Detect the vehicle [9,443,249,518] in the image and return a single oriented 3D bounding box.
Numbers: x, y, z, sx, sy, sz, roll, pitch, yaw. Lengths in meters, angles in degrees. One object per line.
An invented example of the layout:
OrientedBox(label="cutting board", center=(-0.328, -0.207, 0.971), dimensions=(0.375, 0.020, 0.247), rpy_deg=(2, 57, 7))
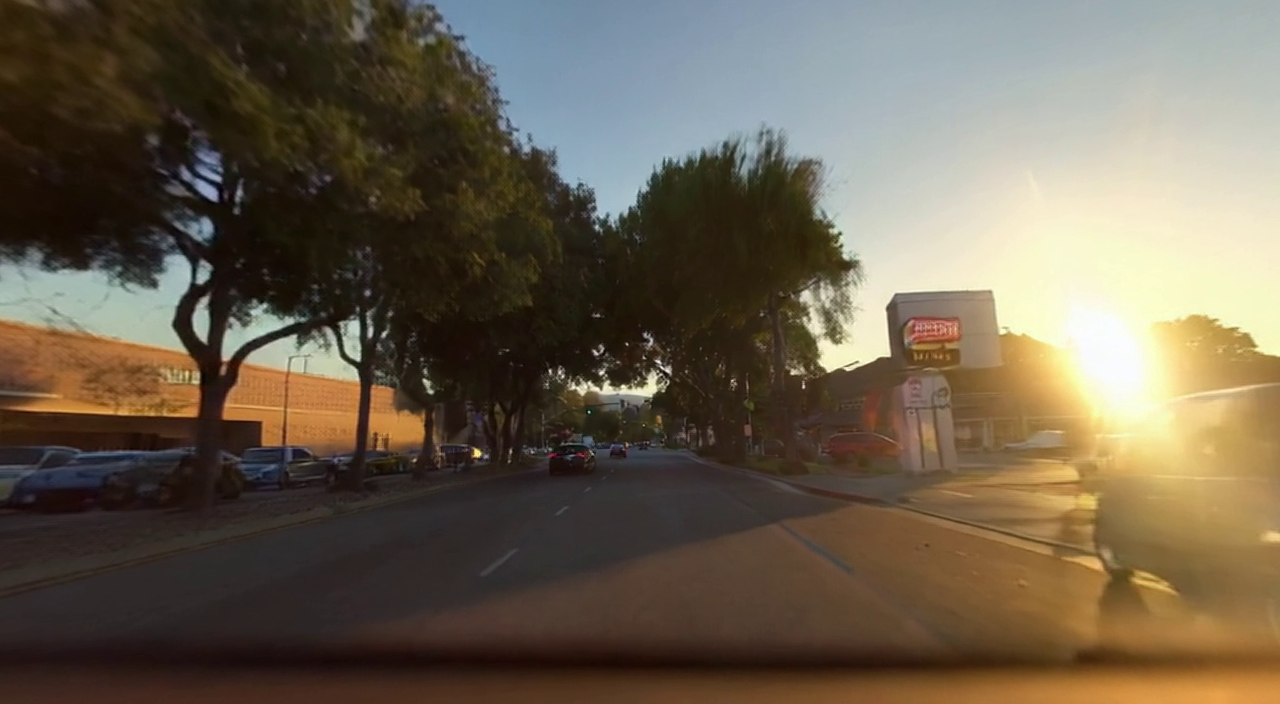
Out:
OrientedBox(label="vehicle", center=(-11.717, 2.929, 14.915), dimensions=(1.959, 1.488, 4.390), rpy_deg=(0, -8, 1))

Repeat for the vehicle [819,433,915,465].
OrientedBox(label="vehicle", center=(11.108, 4.765, 30.959), dimensions=(3.935, 1.518, 1.985), rpy_deg=(0, -8, -2))

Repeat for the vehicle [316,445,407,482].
OrientedBox(label="vehicle", center=(-12.045, 4.812, 27.537), dimensions=(1.948, 1.453, 4.431), rpy_deg=(0, -8, 0))

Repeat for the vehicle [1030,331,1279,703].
OrientedBox(label="vehicle", center=(4.302, 1.036, 4.172), dimensions=(2.293, 1.779, 4.457), rpy_deg=(-4, -9, 25))

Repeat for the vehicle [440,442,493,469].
OrientedBox(label="vehicle", center=(-11.717, 7.009, 42.757), dimensions=(2.024, 1.656, 4.837), rpy_deg=(-1, -8, 2))

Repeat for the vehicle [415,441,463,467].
OrientedBox(label="vehicle", center=(-14.968, 7.600, 47.122), dimensions=(1.936, 1.813, 4.921), rpy_deg=(-1, -8, 0))

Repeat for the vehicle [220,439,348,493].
OrientedBox(label="vehicle", center=(-11.866, 3.812, 21.319), dimensions=(1.852, 1.621, 4.166), rpy_deg=(0, -8, 1))

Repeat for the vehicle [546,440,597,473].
OrientedBox(label="vehicle", center=(-3.293, 5.091, 30.891), dimensions=(1.966, 1.481, 4.385), rpy_deg=(0, -8, 1))
